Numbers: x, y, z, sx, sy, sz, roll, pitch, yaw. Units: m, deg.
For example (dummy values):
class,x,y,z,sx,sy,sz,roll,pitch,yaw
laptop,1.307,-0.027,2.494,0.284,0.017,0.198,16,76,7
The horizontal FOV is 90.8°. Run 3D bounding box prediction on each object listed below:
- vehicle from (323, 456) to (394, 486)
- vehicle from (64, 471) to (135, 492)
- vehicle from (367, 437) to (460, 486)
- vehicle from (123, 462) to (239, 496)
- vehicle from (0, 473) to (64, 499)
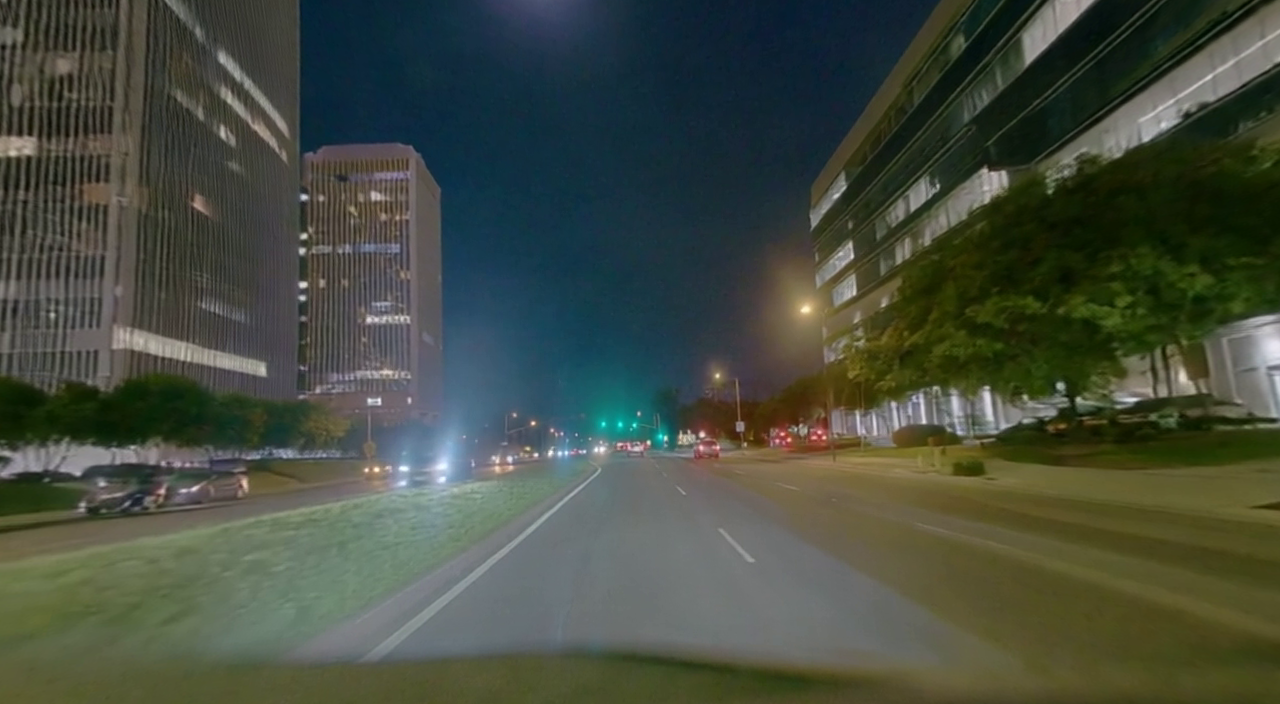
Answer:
class,x,y,z,sx,sy,sz,roll,pitch,yaw
vehicle,-15.453,6.515,34.942,1.879,1.496,4.431,0,-9,-1
vehicle,-41.082,9.827,48.072,3.697,1.504,1.731,0,-8,-1
vehicle,-9.060,4.393,25.724,2.002,1.780,4.687,0,-9,0
vehicle,-24.110,6.656,33.301,4.530,1.678,1.969,0,-9,2
vehicle,-40.922,8.804,41.558,4.022,1.586,1.961,-1,-10,1
